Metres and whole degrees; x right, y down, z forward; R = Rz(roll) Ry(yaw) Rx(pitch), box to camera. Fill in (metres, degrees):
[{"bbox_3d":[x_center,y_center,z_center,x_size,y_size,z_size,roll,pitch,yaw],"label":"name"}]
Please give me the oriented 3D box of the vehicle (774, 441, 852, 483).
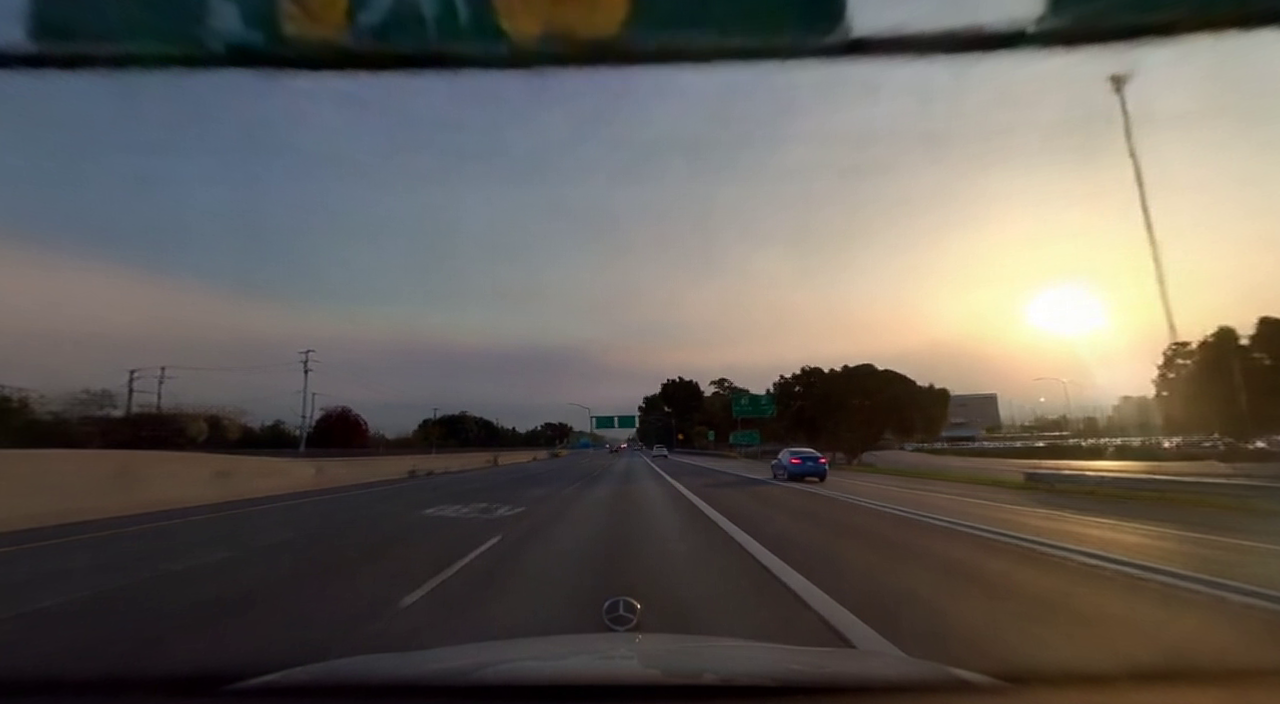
[{"bbox_3d":[6.872,4.383,25.578,1.958,1.498,4.447,0,-8,1],"label":"vehicle"}]
